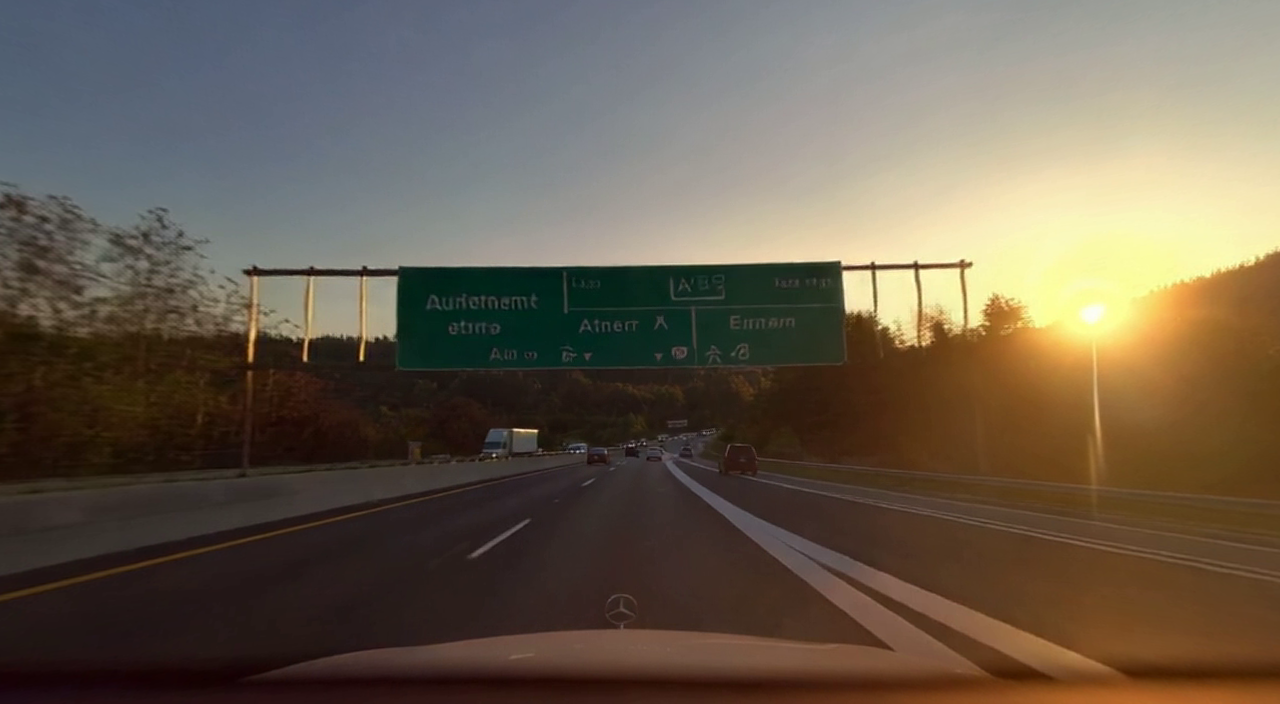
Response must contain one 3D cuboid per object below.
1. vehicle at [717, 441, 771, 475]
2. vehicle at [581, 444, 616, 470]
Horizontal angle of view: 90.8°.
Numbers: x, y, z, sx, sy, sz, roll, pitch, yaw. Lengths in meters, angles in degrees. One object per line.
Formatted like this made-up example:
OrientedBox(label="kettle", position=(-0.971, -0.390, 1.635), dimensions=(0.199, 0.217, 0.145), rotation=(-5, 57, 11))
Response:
OrientedBox(label="vehicle", position=(5.370, 5.529, 33.054), dimensions=(2.021, 1.639, 4.203), rotation=(0, -9, -1))
OrientedBox(label="vehicle", position=(-2.787, 7.149, 43.187), dimensions=(2.037, 1.638, 4.274), rotation=(0, -9, 1))
